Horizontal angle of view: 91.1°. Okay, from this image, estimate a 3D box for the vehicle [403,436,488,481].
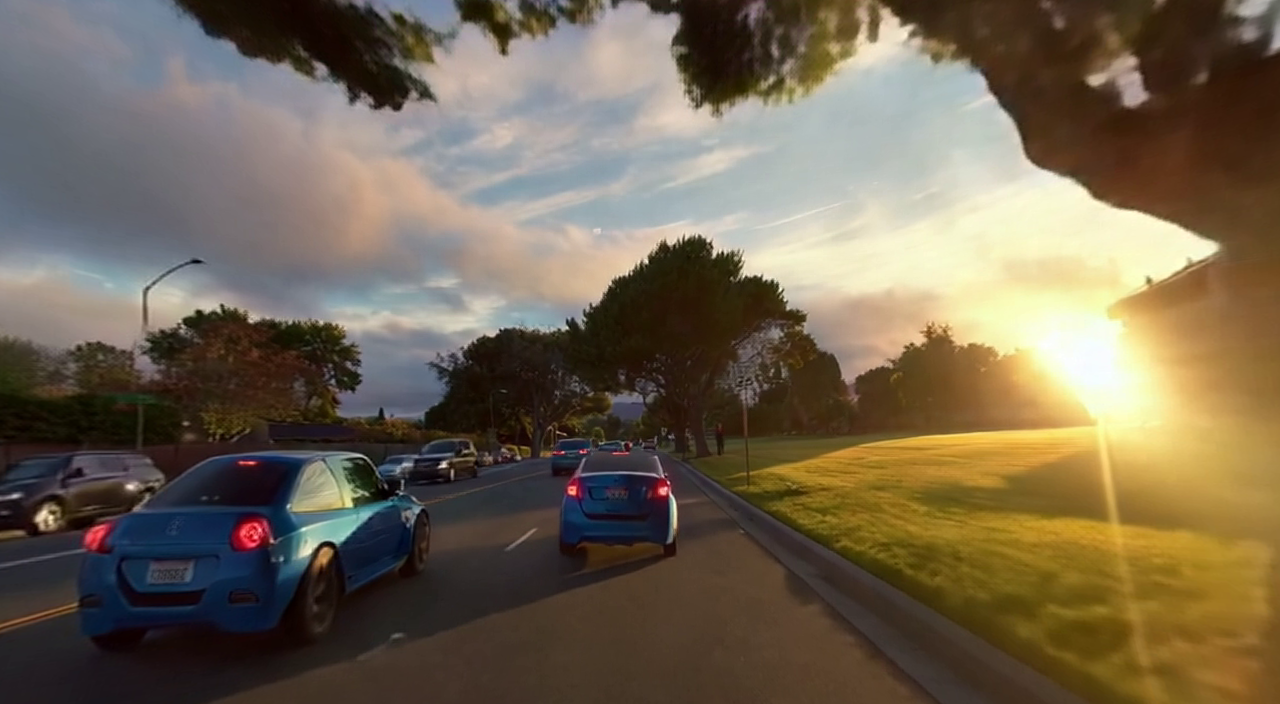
[{"bbox_3d":[-8.606,4.752,28.361,2.060,1.785,5.303,-2,-8,1],"label":"vehicle"}]

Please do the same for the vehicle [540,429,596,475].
[{"bbox_3d":[-3.025,4.318,27.243,1.908,1.809,4.230,0,-8,1],"label":"vehicle"}]

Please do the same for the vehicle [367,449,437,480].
[{"bbox_3d":[-12.205,5.800,32.574,1.887,1.469,4.691,0,-9,-1],"label":"vehicle"}]

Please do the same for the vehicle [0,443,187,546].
[{"bbox_3d":[-12.383,2.870,13.446,1.928,1.800,4.632,0,-8,-1],"label":"vehicle"}]
